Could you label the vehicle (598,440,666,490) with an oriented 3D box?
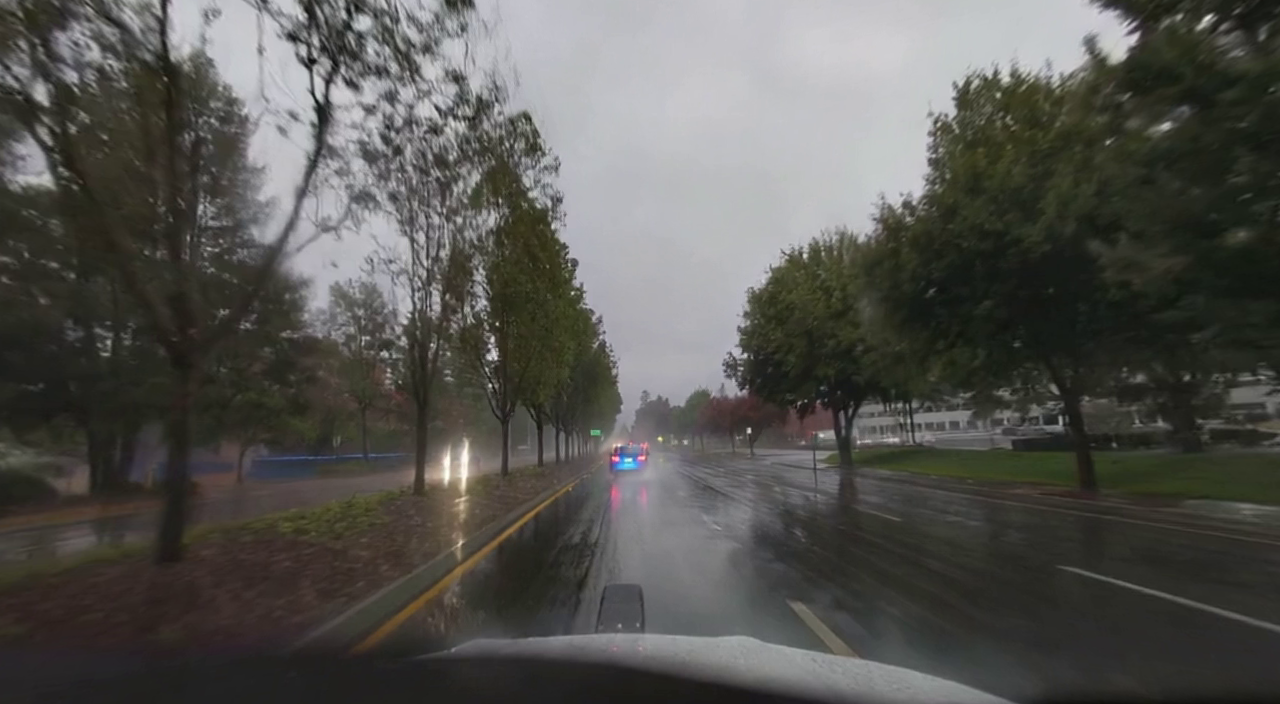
[{"bbox_3d":[-0.276,3.732,21.299,2.042,1.479,4.601,0,-8,-1],"label":"vehicle"}]
